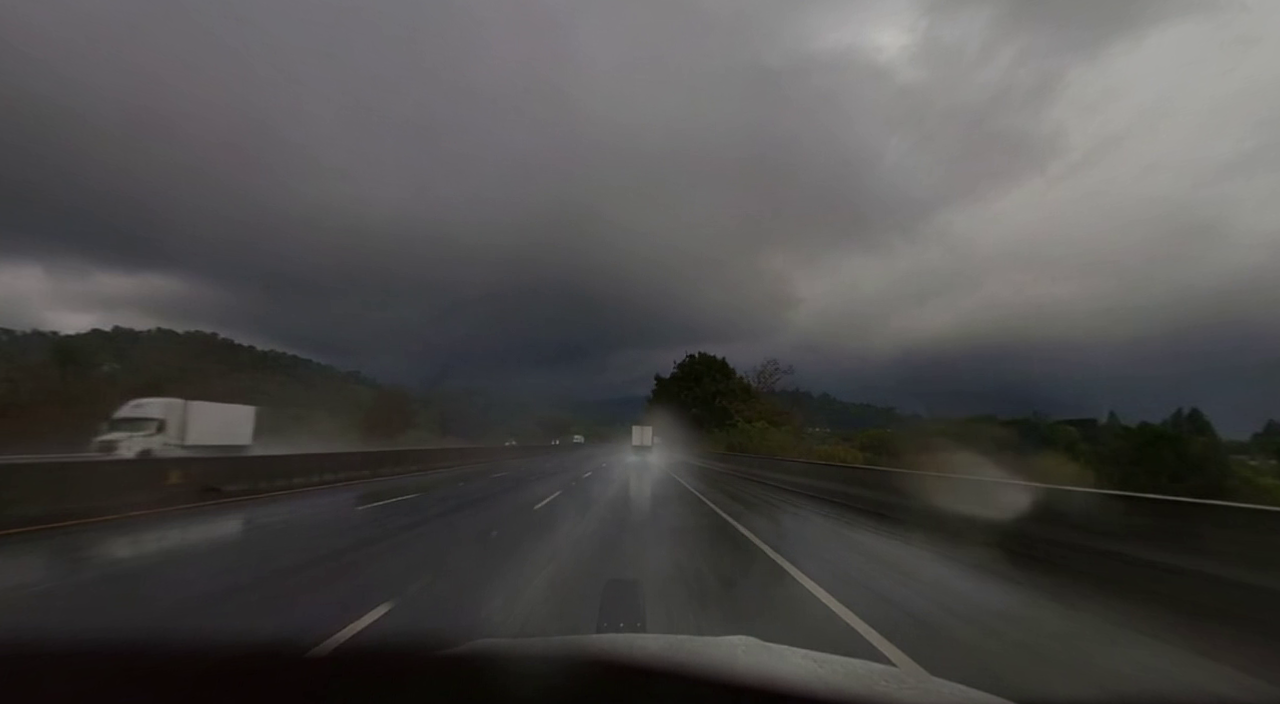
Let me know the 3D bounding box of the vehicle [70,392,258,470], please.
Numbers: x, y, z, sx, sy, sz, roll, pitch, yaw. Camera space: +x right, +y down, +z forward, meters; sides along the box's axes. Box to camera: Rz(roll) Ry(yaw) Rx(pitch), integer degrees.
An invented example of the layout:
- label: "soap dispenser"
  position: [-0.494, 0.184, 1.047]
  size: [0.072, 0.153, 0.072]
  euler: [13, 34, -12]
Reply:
- label: "vehicle"
  position: [-24.287, 4.241, 33.089]
  size: [3.001, 3.494, 8.668]
  euler: [0, -9, 0]
